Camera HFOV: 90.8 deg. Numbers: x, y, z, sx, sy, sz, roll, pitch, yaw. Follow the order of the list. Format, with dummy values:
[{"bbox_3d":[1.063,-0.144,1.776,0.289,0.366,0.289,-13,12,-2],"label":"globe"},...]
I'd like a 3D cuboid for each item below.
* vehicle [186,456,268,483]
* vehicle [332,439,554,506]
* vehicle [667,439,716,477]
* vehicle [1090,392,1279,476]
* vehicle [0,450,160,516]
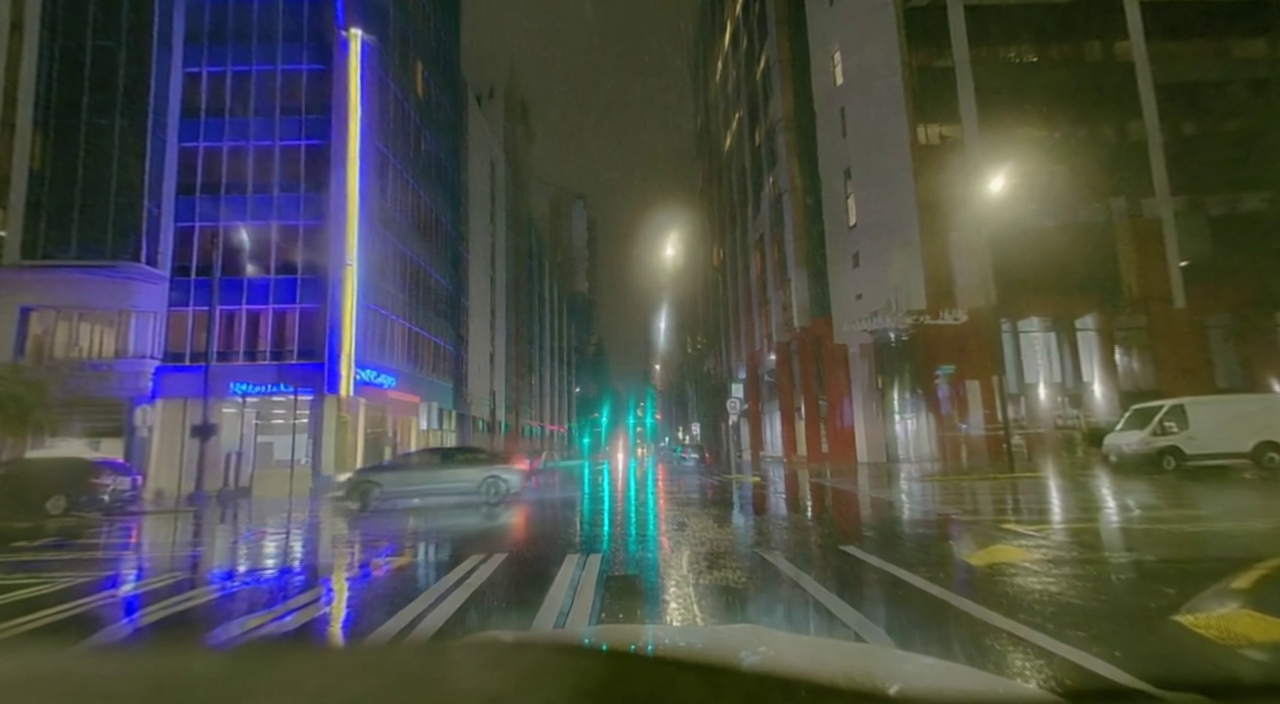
[{"bbox_3d":[-24.242,6.891,37.173,3.618,1.412,1.587,-1,-9,-7],"label":"vehicle"},{"bbox_3d":[-4.597,2.908,15.552,4.877,1.482,2.041,1,-9,-7],"label":"vehicle"},{"bbox_3d":[2.440,5.154,30.923,1.917,1.680,4.500,0,-9,-1],"label":"vehicle"},{"bbox_3d":[18.545,2.722,20.911,5.384,2.586,2.358,0,-9,-1],"label":"vehicle"},{"bbox_3d":[-16.147,3.486,17.076,4.558,1.635,2.008,1,-9,-6],"label":"vehicle"}]
